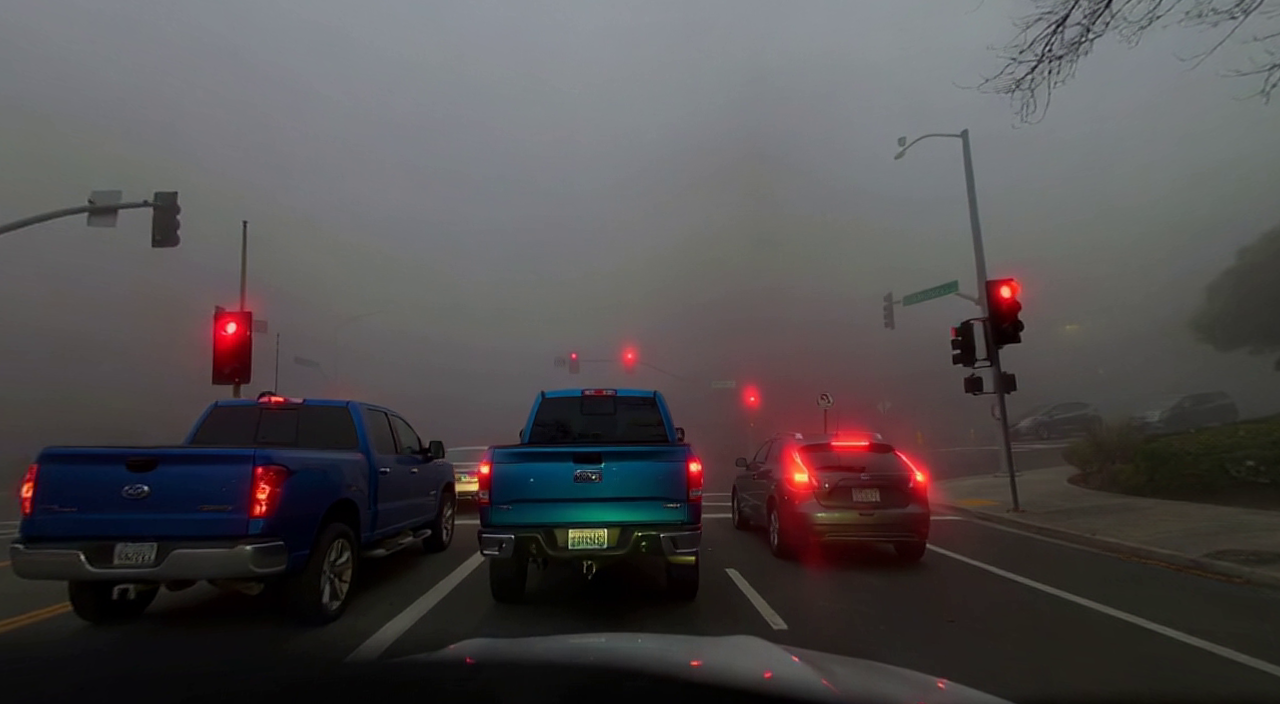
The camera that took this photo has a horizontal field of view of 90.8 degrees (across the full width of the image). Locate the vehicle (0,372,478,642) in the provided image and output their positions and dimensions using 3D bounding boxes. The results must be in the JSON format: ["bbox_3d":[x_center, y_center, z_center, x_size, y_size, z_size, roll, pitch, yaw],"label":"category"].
[{"bbox_3d":[-3.463,1.435,6.959,2.146,1.828,5.148,0,-9,-2],"label":"vehicle"}]

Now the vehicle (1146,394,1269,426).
[{"bbox_3d":[29.278,3.041,32.691,4.540,1.543,1.803,0,-9,1],"label":"vehicle"}]

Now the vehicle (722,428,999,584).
[{"bbox_3d":[2.412,1.815,8.311,2.016,1.481,4.336,0,-9,-1],"label":"vehicle"}]

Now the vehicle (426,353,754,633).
[{"bbox_3d":[-0.389,1.312,6.740,2.282,1.964,4.421,0,-9,-1],"label":"vehicle"}]

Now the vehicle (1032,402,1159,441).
[{"bbox_3d":[23.288,3.598,32.483,4.721,1.866,2.188,0,-9,2],"label":"vehicle"}]
